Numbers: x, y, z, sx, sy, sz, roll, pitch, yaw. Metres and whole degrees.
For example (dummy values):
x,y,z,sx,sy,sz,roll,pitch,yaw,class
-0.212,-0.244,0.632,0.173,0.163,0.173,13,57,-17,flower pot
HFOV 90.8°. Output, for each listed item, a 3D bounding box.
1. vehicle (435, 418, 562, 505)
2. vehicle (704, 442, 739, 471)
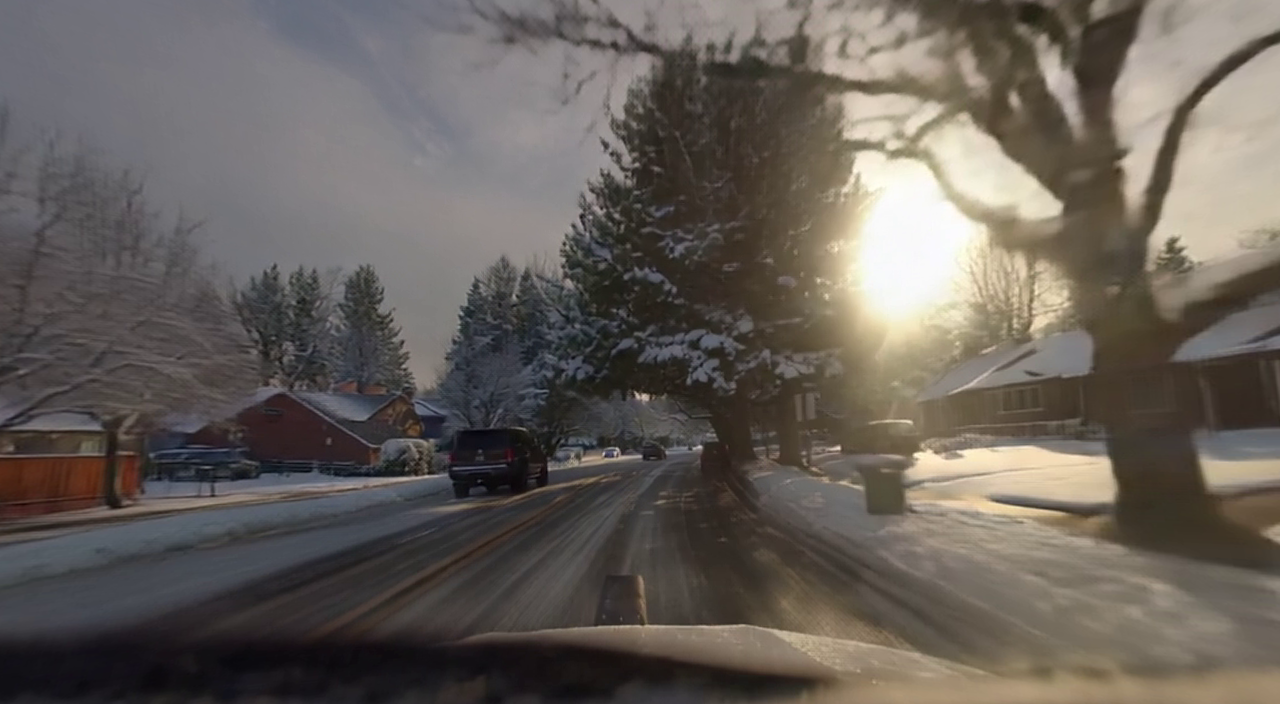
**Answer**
x,y,z,sx,sy,sz,roll,pitch,yaw,class
-3.794,3.054,18.048,2.085,2.084,5.133,-1,-8,4,vehicle
5.100,6.444,39.270,2.040,1.643,4.446,-1,-9,8,vehicle
